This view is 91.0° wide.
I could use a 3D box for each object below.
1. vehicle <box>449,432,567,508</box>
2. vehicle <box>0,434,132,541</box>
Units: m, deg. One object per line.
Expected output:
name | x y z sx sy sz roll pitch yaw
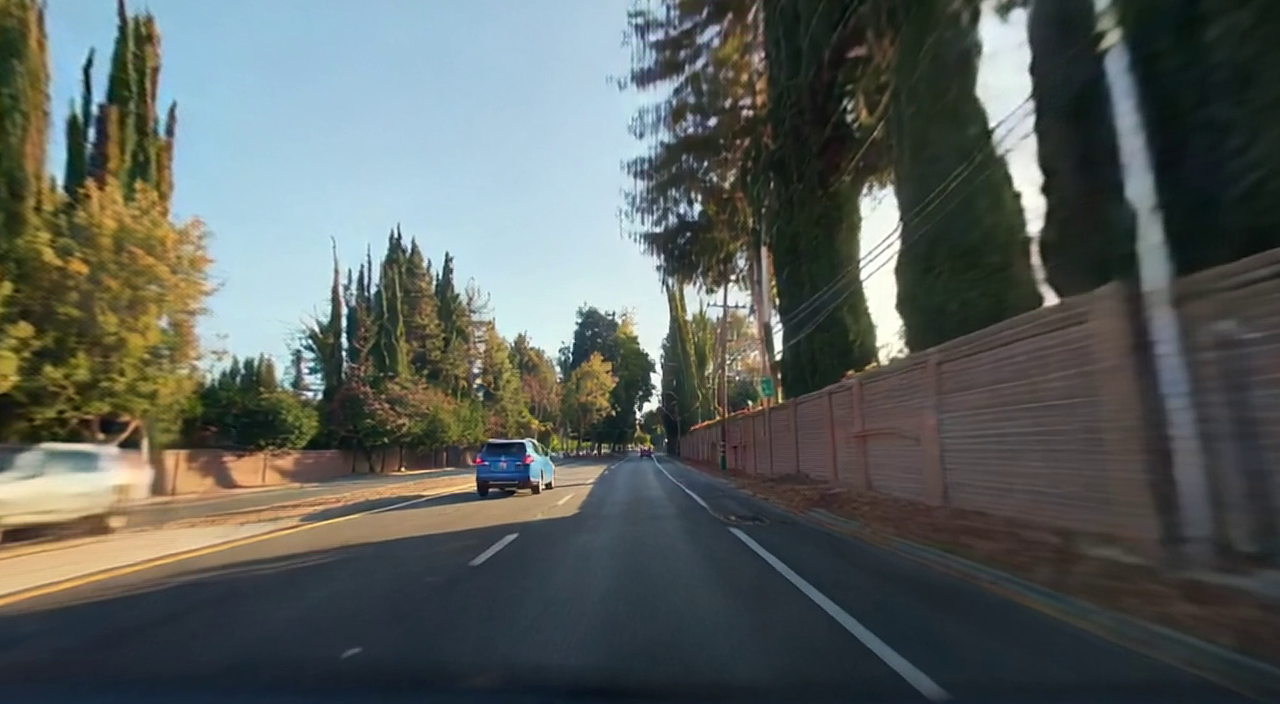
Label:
vehicle | -3.352 3.096 16.999 2.147 1.730 4.555 0 -9 1
vehicle | -12.332 2.513 11.925 1.930 1.868 4.063 0 -8 0
